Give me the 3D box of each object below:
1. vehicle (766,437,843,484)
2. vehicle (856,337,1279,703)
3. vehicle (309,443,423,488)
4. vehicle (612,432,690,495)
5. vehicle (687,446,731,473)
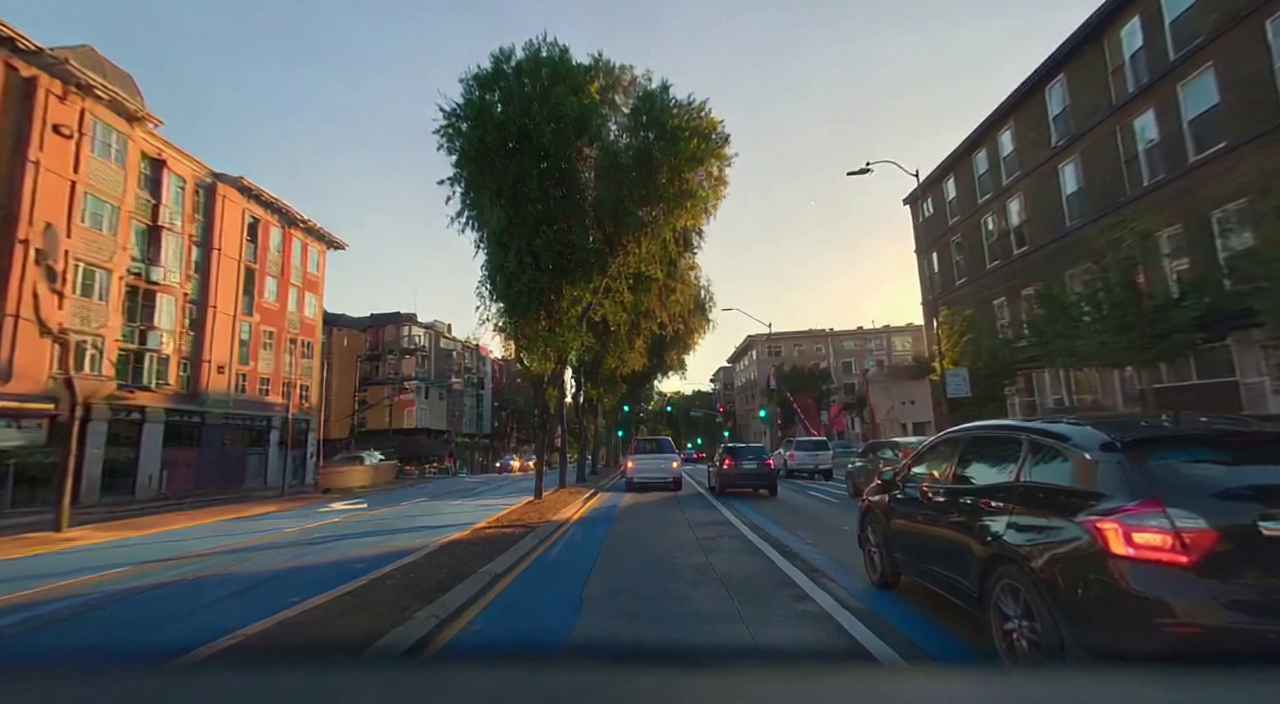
[{"bbox_3d":[6.789,4.534,26.608,2.066,1.790,4.663,0,-9,1],"label":"vehicle"},{"bbox_3d":[3.122,1.111,4.169,1.939,1.746,4.091,0,-9,1],"label":"vehicle"},{"bbox_3d":[-13.672,5.698,32.151,2.640,2.054,6.504,-1,-9,3],"label":"vehicle"},{"bbox_3d":[0.335,3.481,19.962,2.209,1.748,4.130,0,-9,1],"label":"vehicle"},{"bbox_3d":[3.868,6.084,35.914,2.045,1.465,4.355,0,-9,0],"label":"vehicle"}]
